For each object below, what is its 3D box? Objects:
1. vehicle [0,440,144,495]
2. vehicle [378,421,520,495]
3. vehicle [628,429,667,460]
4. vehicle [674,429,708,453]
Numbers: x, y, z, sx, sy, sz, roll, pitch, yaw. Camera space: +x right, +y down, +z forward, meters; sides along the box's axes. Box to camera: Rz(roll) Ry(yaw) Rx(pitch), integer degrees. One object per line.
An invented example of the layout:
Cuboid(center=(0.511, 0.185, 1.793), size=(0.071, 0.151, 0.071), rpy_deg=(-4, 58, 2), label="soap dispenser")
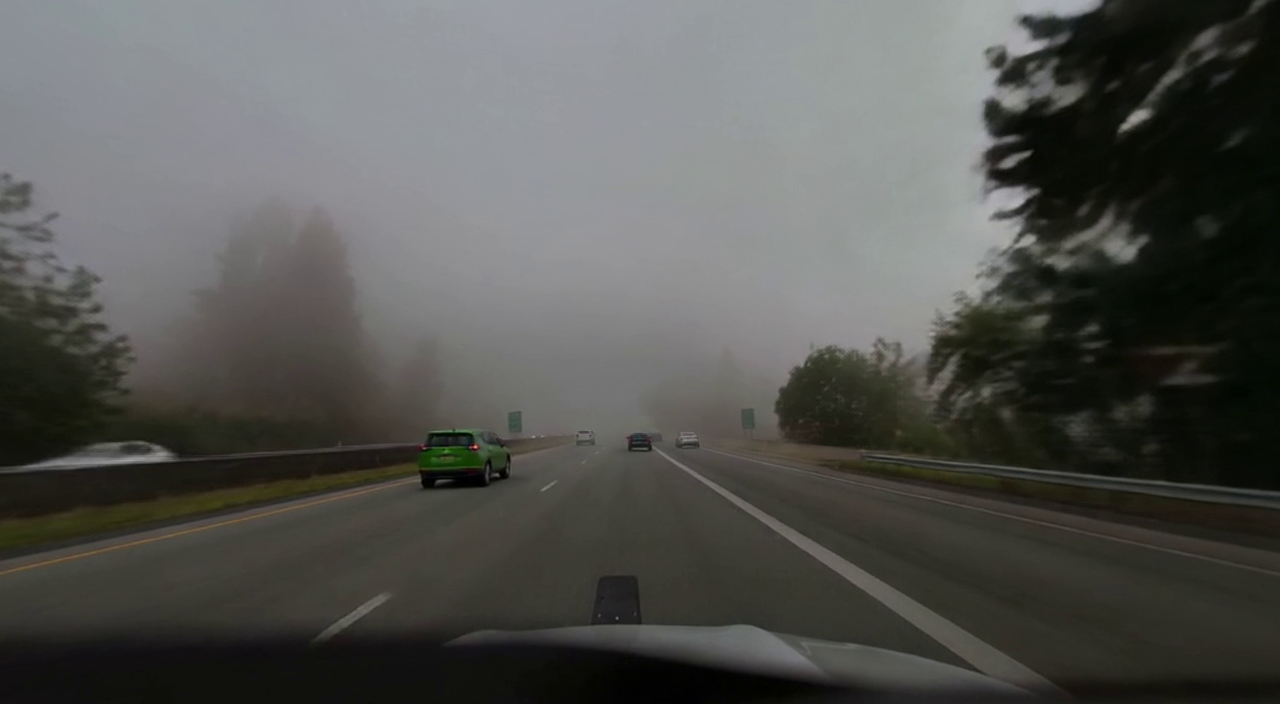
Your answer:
Cuboid(center=(-17.207, 3.384, 18.857), size=(1.747, 1.428, 3.719), rpy_deg=(0, -7, -1), label="vehicle")
Cuboid(center=(-4.417, 2.510, 15.481), size=(2.023, 1.512, 4.804), rpy_deg=(0, -7, 0), label="vehicle")
Cuboid(center=(0.367, 4.588, 31.517), size=(1.869, 1.466, 3.356), rpy_deg=(0, -7, 1), label="vehicle")
Cuboid(center=(3.399, 6.022, 42.755), size=(1.841, 1.491, 3.869), rpy_deg=(0, -7, -2), label="vehicle")
